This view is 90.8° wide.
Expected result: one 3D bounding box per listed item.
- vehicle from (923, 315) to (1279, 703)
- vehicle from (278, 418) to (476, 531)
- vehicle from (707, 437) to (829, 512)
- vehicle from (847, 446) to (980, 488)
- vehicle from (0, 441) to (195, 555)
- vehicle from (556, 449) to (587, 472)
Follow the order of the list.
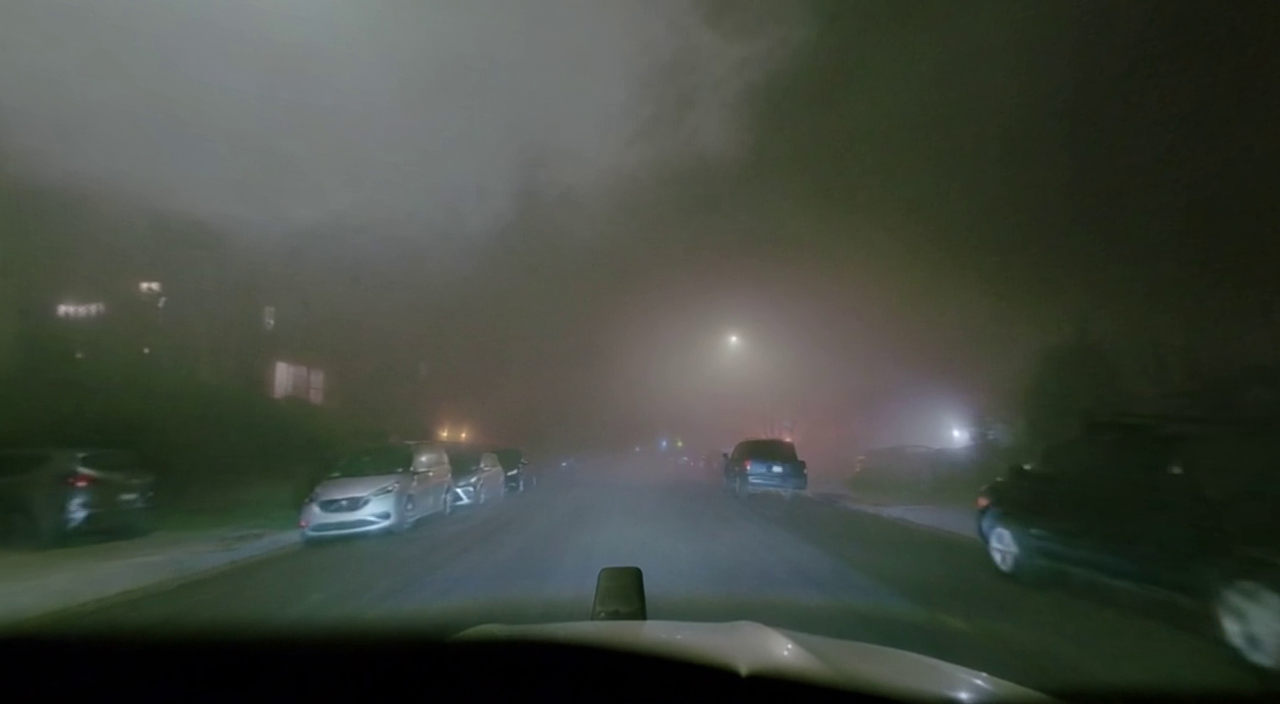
[{"bbox_3d":[5.008,1.204,5.464,2.384,2.317,5.579,0,-9,-1],"label":"vehicle"},{"bbox_3d":[-4.881,2.389,12.594,2.035,1.822,4.348,1,-10,0],"label":"vehicle"},{"bbox_3d":[3.669,3.636,19.519,2.415,1.963,5.688,0,-8,-2],"label":"vehicle"},{"bbox_3d":[10.485,4.411,24.442,4.244,1.479,1.969,1,-9,-3],"label":"vehicle"},{"bbox_3d":[-9.616,2.119,9.539,4.370,1.509,1.879,0,-9,2],"label":"vehicle"},{"bbox_3d":[-5.009,8.019,46.701,1.983,1.579,3.879,1,-9,-2],"label":"vehicle"}]
